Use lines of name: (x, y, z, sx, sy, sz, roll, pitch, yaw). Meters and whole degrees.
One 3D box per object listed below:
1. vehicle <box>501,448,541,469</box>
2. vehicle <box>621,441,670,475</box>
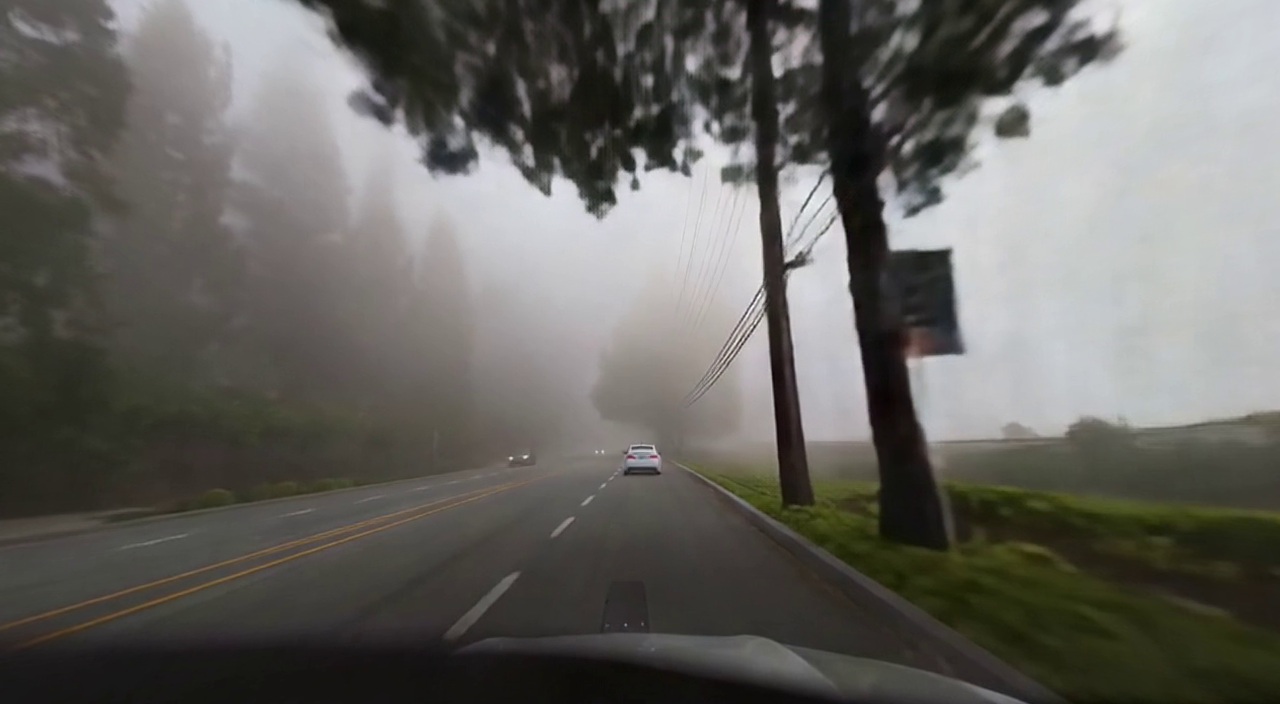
vehicle: (-8.851, 7.931, 47.107, 2.061, 1.516, 4.121, 0, -8, 1)
vehicle: (0.281, 4.963, 29.656, 2.153, 1.461, 4.374, 0, -8, 1)
